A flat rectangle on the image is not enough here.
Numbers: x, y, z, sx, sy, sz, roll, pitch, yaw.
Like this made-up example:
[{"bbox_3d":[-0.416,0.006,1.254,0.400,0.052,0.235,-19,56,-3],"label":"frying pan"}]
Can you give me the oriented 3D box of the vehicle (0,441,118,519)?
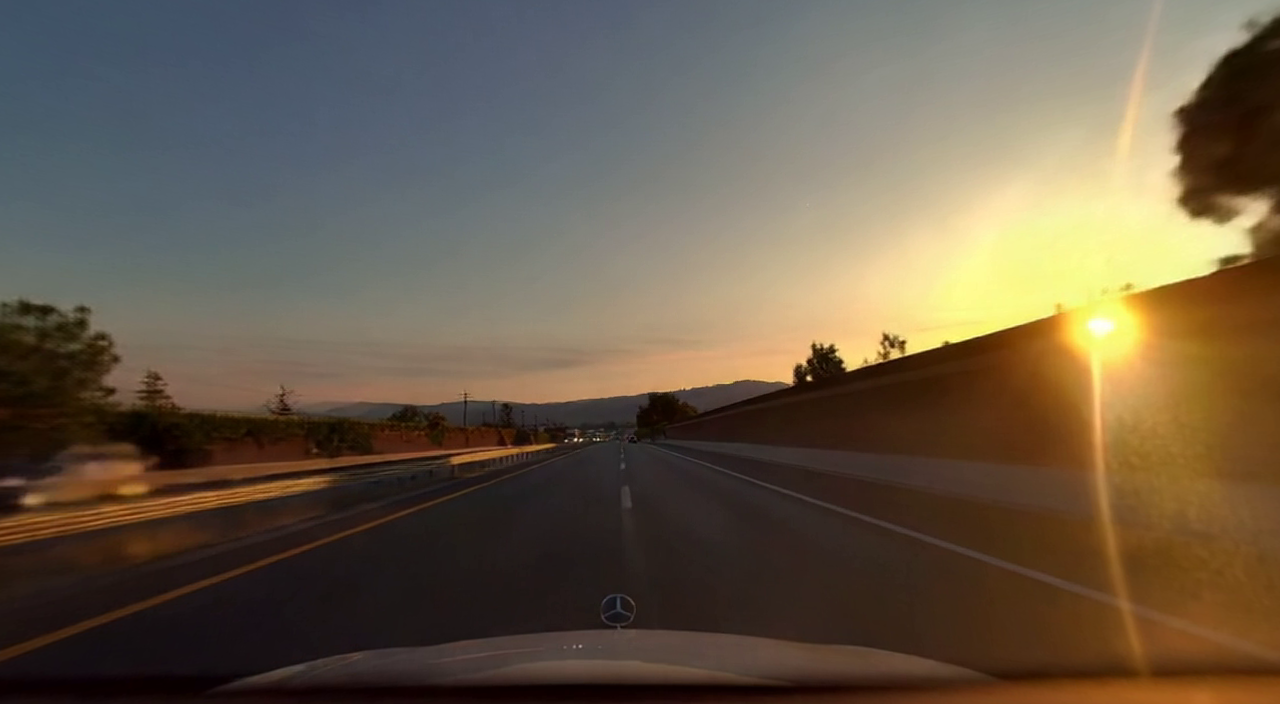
[{"bbox_3d":[-14.400,2.793,13.885,2.023,1.584,4.514,0,-8,-2],"label":"vehicle"}]
